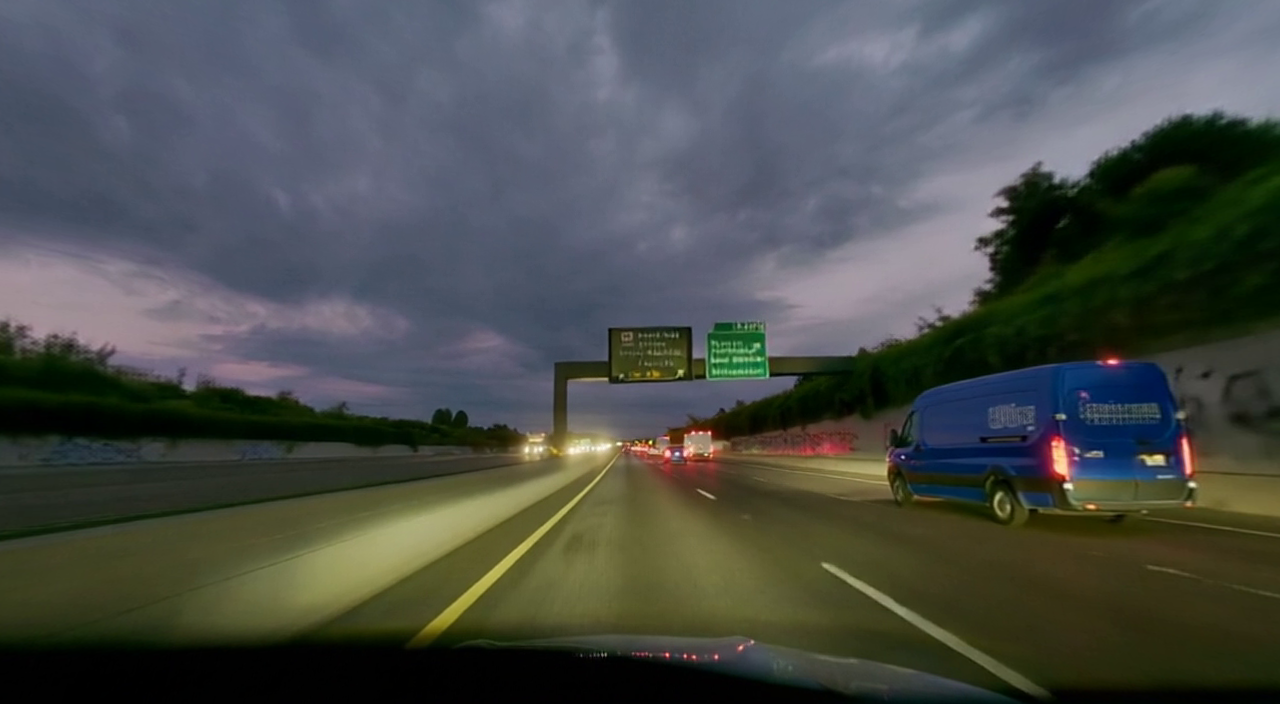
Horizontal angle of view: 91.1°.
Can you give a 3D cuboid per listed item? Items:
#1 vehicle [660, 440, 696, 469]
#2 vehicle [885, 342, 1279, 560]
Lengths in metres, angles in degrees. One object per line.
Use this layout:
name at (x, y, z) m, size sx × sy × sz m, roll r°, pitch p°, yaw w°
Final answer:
vehicle at (2.665, 7.305, 45.012) m, size 2.007 × 1.943 × 5.010 m, roll 0°, pitch -9°, yaw -3°
vehicle at (6.516, 1.612, 10.555) m, size 2.283 × 2.631 × 5.719 m, roll 0°, pitch -9°, yaw -2°
